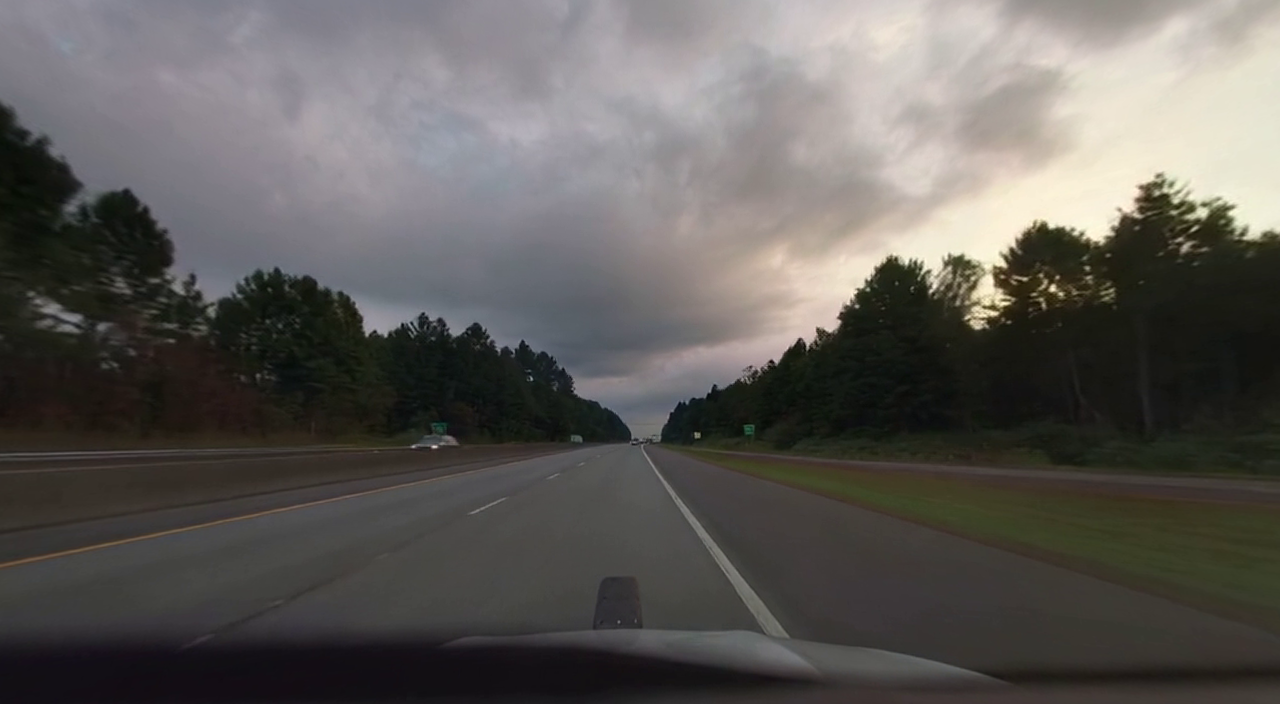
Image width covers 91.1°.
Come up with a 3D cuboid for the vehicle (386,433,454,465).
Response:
[{"bbox_3d":[-11.150,4.942,32.146,1.857,1.497,4.398,0,-8,0],"label":"vehicle"}]
